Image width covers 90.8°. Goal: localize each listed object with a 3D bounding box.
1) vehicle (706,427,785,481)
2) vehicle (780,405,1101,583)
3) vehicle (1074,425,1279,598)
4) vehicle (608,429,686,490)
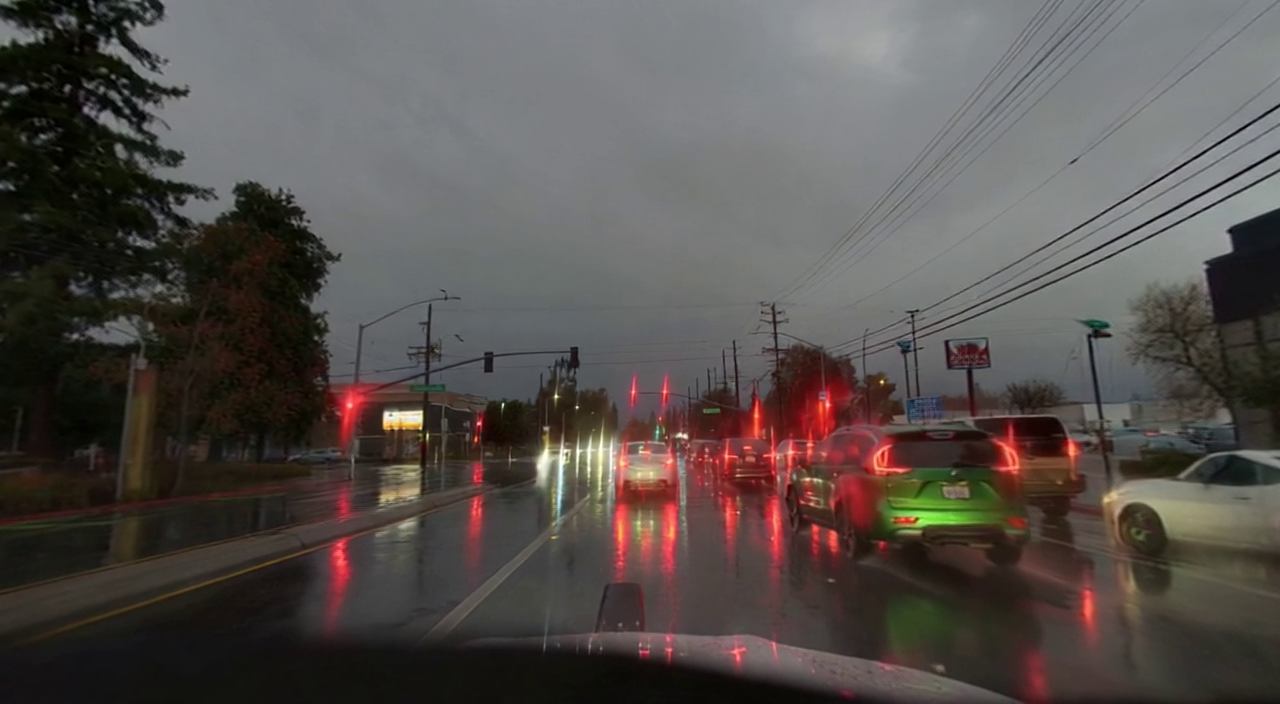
[{"bbox_3d":[3.804,3.802,23.730,2.060,1.789,4.712,0,-9,-1],"label":"vehicle"},{"bbox_3d":[3.240,1.628,8.007,1.998,1.620,4.267,0,-9,1],"label":"vehicle"},{"bbox_3d":[6.294,1.341,5.349,1.906,1.435,4.670,0,-9,0],"label":"vehicle"},{"bbox_3d":[0.220,3.270,19.462,2.149,1.668,3.962,0,-9,1],"label":"vehicle"}]
